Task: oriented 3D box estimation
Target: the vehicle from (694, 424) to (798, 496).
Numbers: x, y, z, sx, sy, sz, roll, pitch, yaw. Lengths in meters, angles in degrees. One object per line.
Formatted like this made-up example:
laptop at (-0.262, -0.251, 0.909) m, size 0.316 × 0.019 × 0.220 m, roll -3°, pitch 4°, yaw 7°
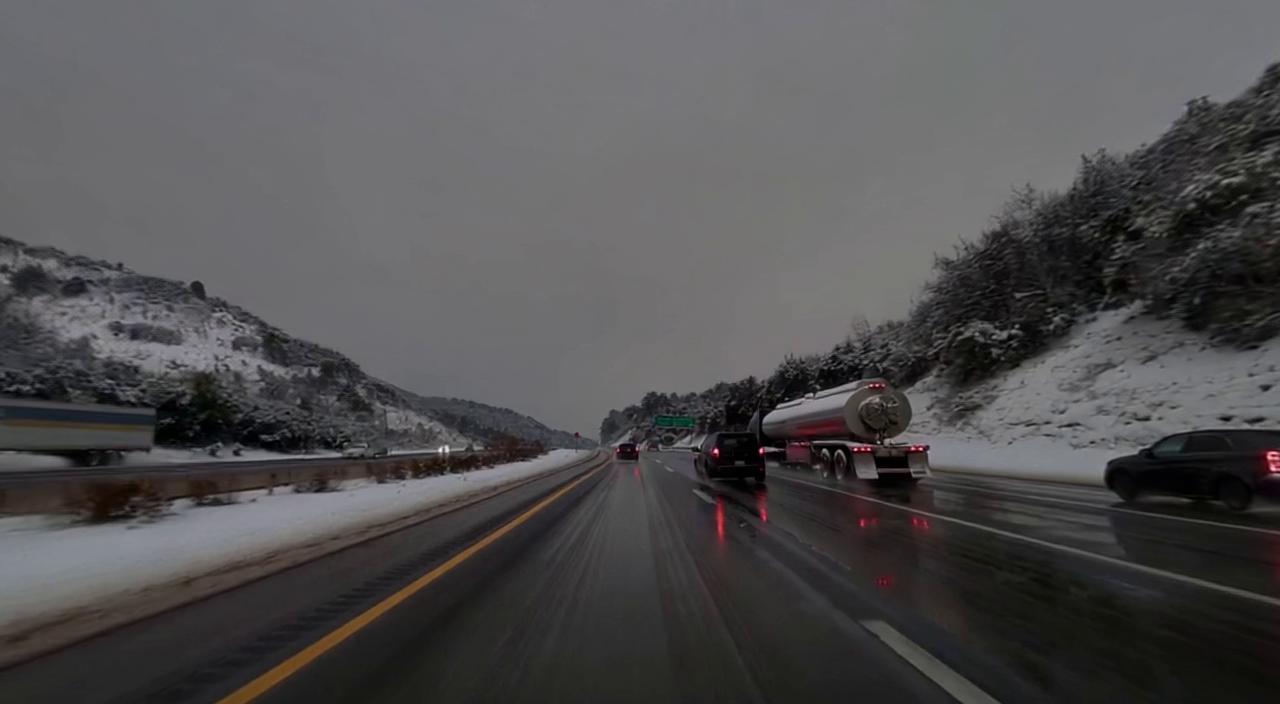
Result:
vehicle at (2.898, 3.096, 18.433) m, size 2.098 × 1.794 × 4.561 m, roll 0°, pitch -9°, yaw -2°

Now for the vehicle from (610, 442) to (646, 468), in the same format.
vehicle at (-0.724, 6.217, 38.189) m, size 2.083 × 1.477 × 3.965 m, roll 0°, pitch -9°, yaw -1°

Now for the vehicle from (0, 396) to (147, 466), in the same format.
vehicle at (-39.065, 5.077, 39.961) m, size 2.874 × 4.080 × 16.500 m, roll 0°, pitch -9°, yaw -1°

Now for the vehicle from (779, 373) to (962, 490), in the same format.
vehicle at (7.479, 2.933, 22.526) m, size 2.805 × 3.212 × 9.978 m, roll 0°, pitch -9°, yaw 0°

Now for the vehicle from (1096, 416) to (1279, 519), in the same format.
vehicle at (11.199, 2.073, 11.654) m, size 2.008 × 1.624 × 4.667 m, roll 0°, pitch -9°, yaw -1°
